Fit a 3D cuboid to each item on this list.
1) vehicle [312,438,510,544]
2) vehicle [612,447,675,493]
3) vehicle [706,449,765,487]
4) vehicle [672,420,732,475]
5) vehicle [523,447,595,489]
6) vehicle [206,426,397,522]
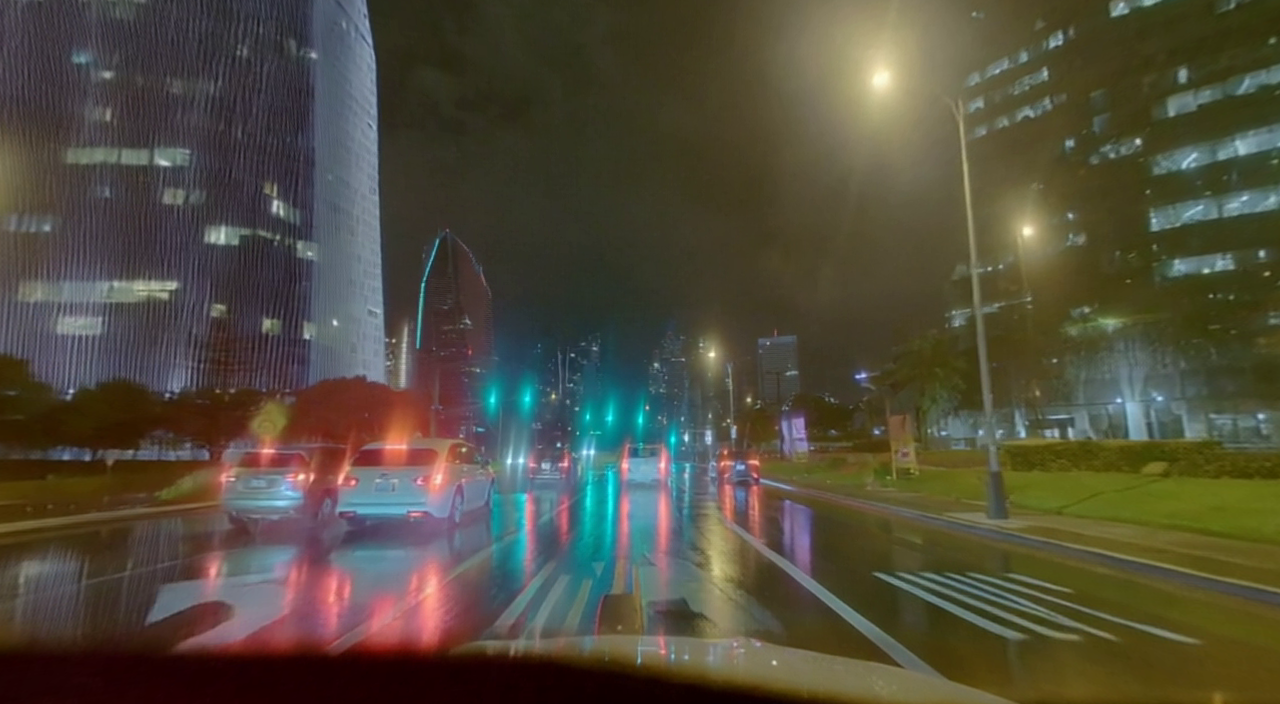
[{"bbox_3d":[-3.780,2.341,11.314,1.933,1.520,4.195,0,-9,0],"label":"vehicle"},{"bbox_3d":[0.145,4.361,23.700,2.174,1.509,4.374,0,-9,1],"label":"vehicle"},{"bbox_3d":[4.093,5.035,27.679,1.940,1.514,4.187,0,-9,0],"label":"vehicle"},{"bbox_3d":[4.124,6.834,45.028,3.074,3.316,12.953,0,-9,0],"label":"vehicle"},{"bbox_3d":[-3.090,4.537,25.011,2.044,1.508,4.479,0,-9,2],"label":"vehicle"},{"bbox_3d":[-7.134,2.589,13.853,1.902,1.765,3.973,0,-9,1],"label":"vehicle"}]
